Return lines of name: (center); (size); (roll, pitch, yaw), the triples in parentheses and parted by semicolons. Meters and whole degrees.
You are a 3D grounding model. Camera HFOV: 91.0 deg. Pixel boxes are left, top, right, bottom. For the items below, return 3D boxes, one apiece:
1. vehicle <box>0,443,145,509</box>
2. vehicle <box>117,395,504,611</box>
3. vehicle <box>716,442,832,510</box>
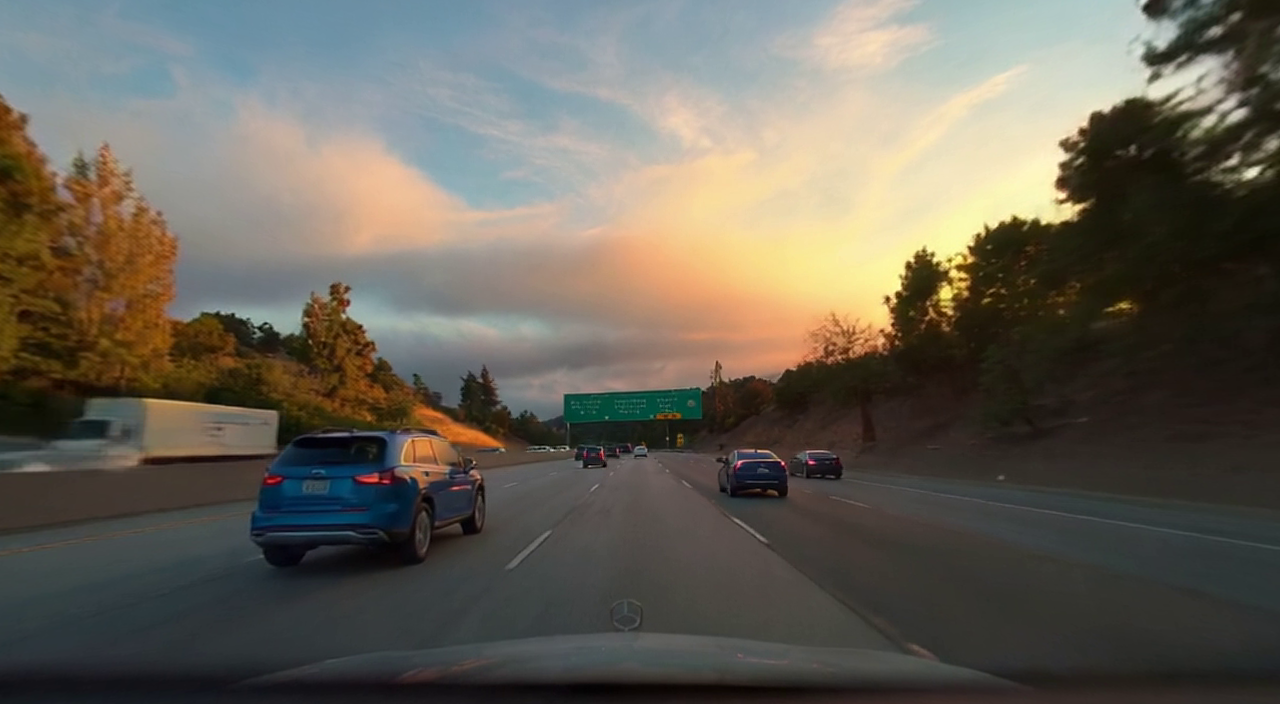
vehicle: (-18.217, 3.632, 18.986); (2.096, 1.754, 5.401); (0, -8, 1)
vehicle: (-3.203, 1.568, 7.482); (2.137, 1.756, 4.453); (0, -8, 0)
vehicle: (3.211, 3.044, 15.988); (1.979, 1.486, 4.125); (1, -8, -1)
